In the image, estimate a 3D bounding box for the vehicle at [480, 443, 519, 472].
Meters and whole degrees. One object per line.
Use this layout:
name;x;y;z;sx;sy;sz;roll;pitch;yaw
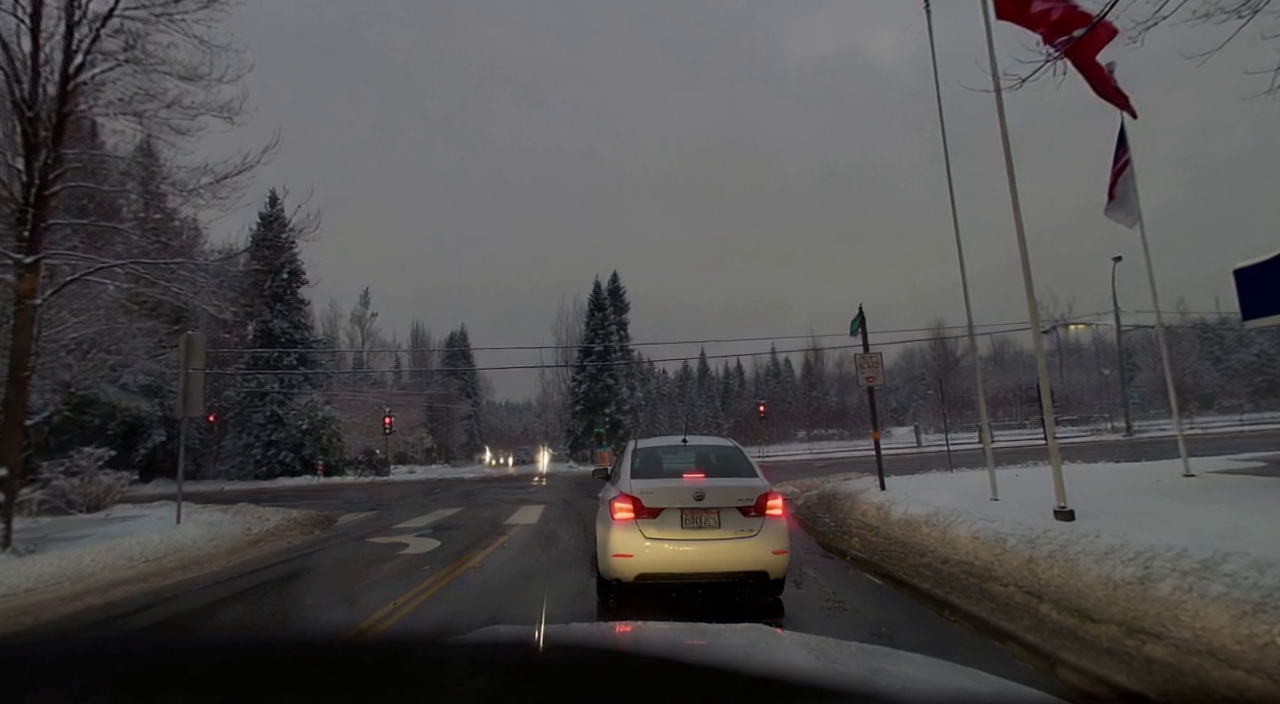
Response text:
vehicle;-10.058;7.590;45.343;2.212;1.948;4.537;0;-9;-6

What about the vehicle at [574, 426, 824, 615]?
vehicle;0.378;1.621;6.897;1.985;1.463;3.647;0;-9;-3
